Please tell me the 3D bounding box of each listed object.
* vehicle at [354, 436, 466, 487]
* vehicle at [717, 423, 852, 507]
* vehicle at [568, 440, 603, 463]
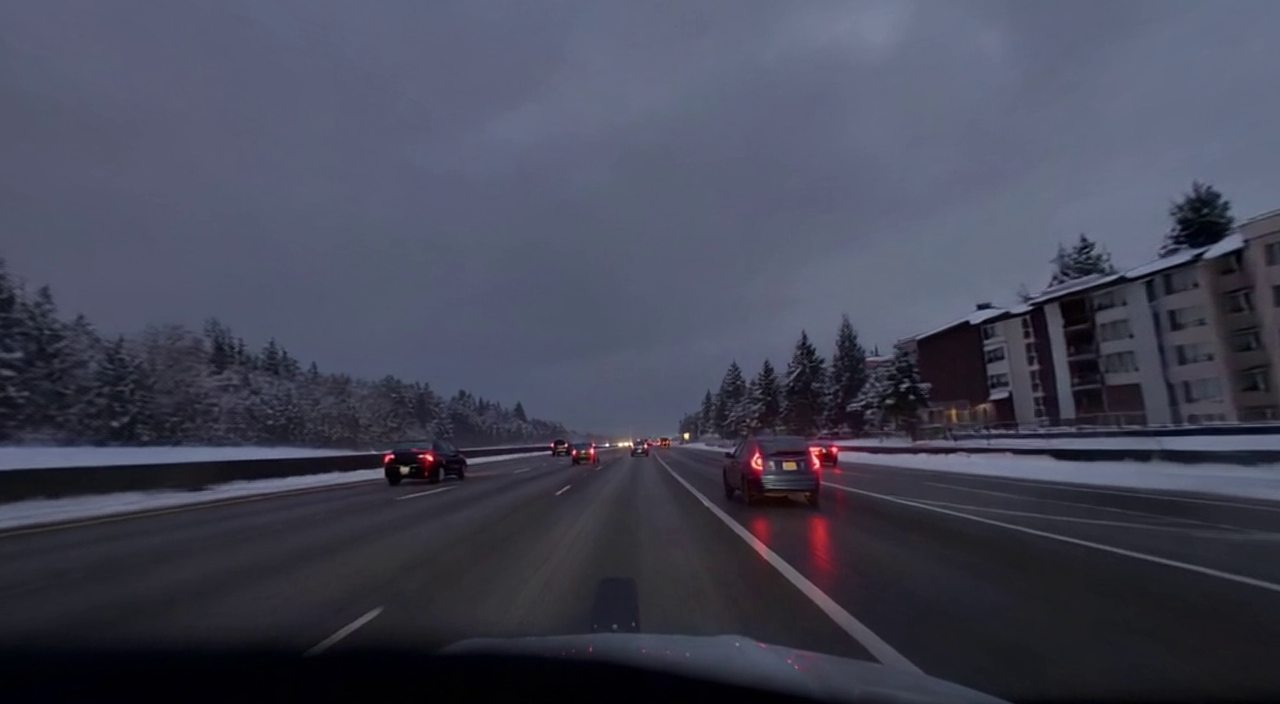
[{"bbox_3d":[-7.565,3.640,21.325,2.021,1.496,4.495,0,-9,1],"label":"vehicle"},{"bbox_3d":[3.181,2.608,14.972,2.080,1.694,4.286,0,-9,-1],"label":"vehicle"},{"bbox_3d":[-3.682,6.830,43.430,2.002,1.466,4.378,0,-9,0],"label":"vehicle"}]
